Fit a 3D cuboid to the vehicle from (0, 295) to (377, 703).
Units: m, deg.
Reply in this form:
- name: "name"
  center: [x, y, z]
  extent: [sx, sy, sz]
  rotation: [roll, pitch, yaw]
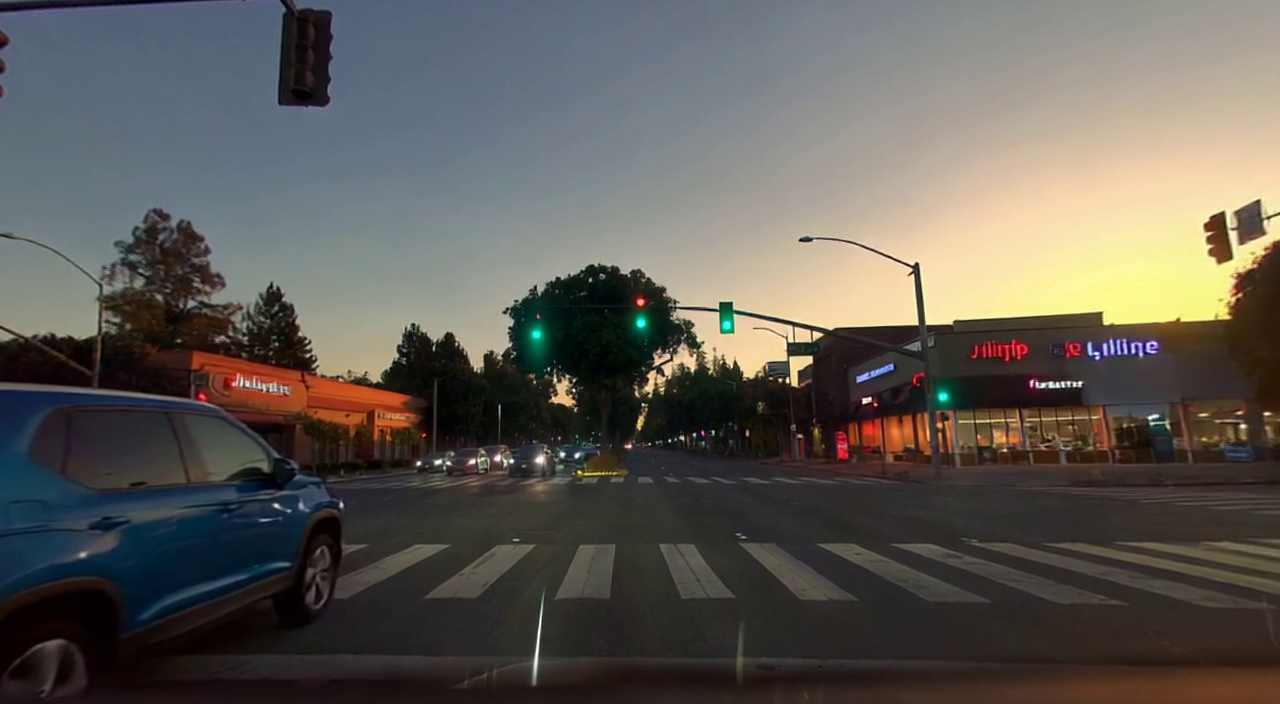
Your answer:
- name: "vehicle"
  center: [-3.722, 1.011, 4.090]
  extent: [2.313, 1.883, 5.016]
  rotation: [1, -9, -6]

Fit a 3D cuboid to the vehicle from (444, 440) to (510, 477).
- name: "vehicle"
  center: [-8.415, 5.532, 33.156]
  extent: [2.273, 1.791, 4.809]
  rotation: [0, -8, -1]

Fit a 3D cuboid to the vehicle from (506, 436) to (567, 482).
- name: "vehicle"
  center: [-4.559, 4.641, 27.783]
  extent: [2.384, 1.787, 5.038]
  rotation: [1, -9, -10]

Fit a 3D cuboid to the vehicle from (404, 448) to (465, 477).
- name: "vehicle"
  center: [-11.318, 6.076, 35.119]
  extent: [2.003, 1.476, 4.082]
  rotation: [0, -8, 1]

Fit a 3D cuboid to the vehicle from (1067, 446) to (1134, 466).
- name: "vehicle"
  center: [34.561, 7.816, 47.461]
  extent: [3.740, 1.433, 1.646]
  rotation: [0, -8, -1]

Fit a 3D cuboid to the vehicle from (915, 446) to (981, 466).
- name: "vehicle"
  center: [23.937, 8.092, 49.195]
  extent: [4.135, 1.417, 1.851]
  rotation: [-2, -9, 2]
